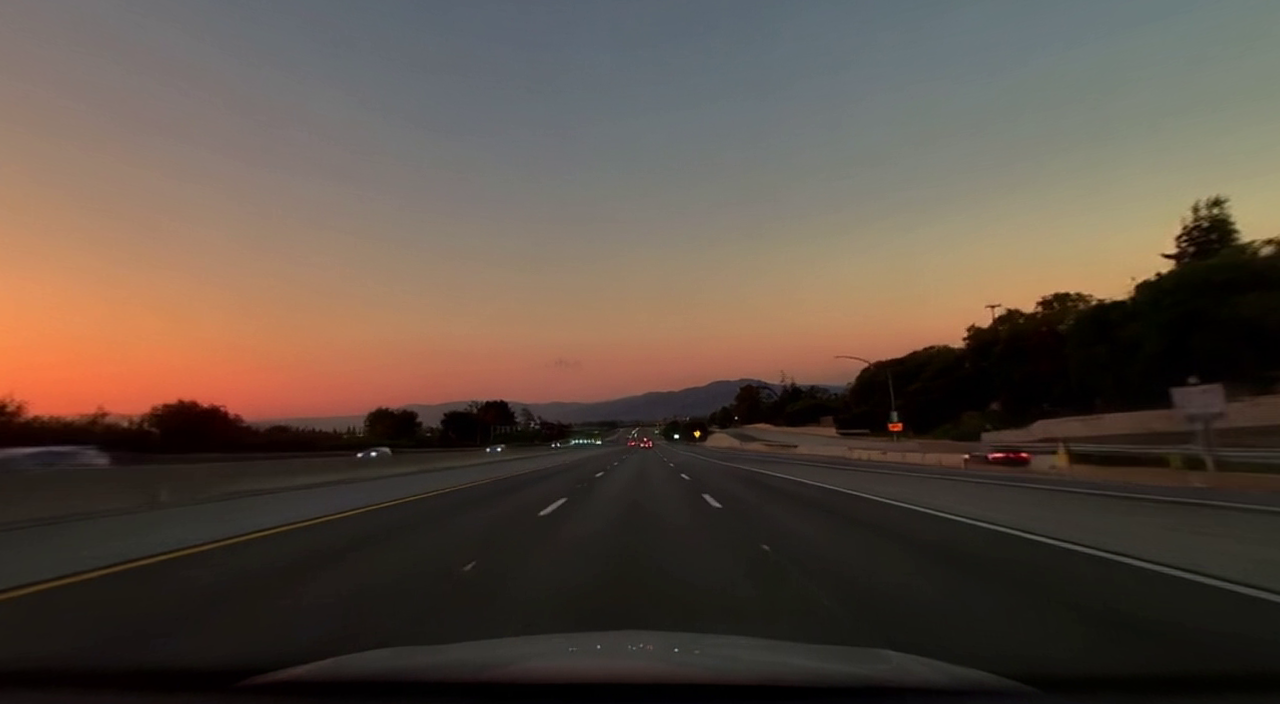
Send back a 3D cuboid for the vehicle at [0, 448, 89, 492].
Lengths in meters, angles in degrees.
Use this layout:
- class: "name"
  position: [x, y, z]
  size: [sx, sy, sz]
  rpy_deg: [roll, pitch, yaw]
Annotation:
- class: "vehicle"
  position: [-26.917, 4.985, 26.887]
  size: [1.972, 1.727, 5.254]
  rpy_deg: [0, -8, 1]
